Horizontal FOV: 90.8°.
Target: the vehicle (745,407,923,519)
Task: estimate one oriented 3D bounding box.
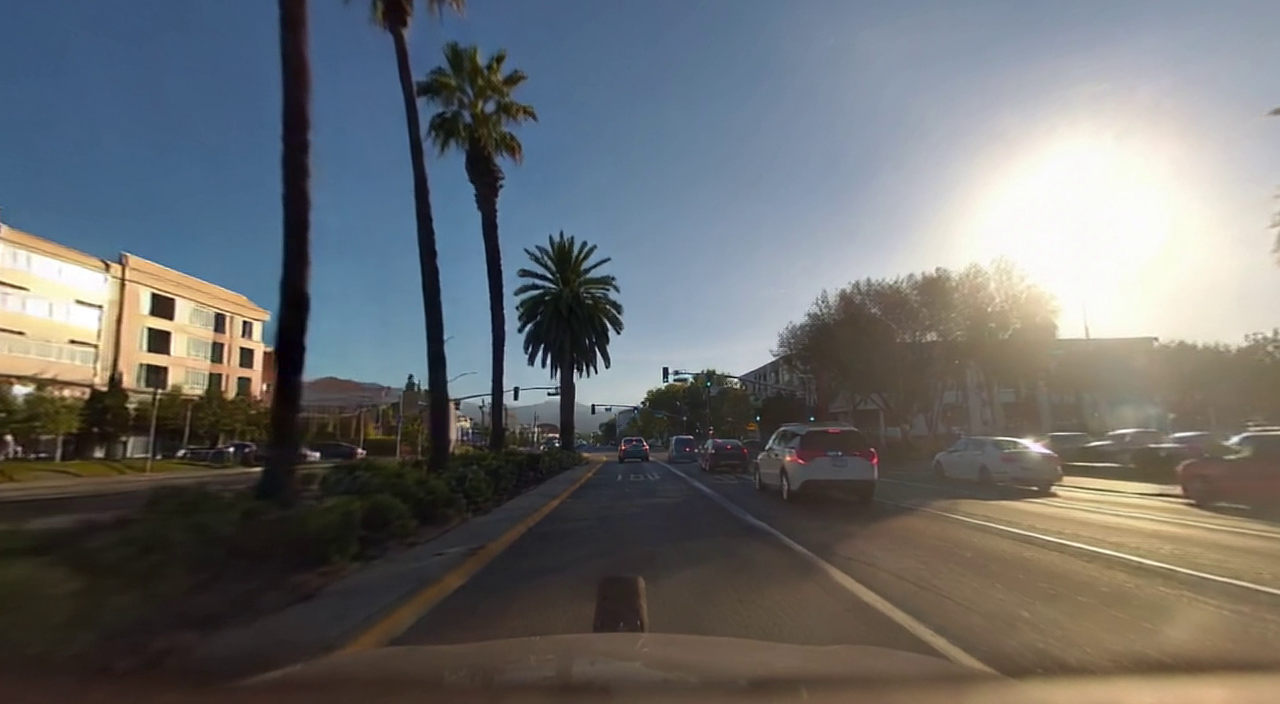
[{"bbox_3d":[3.754,2.273,13.327,2.104,1.910,4.693,0,-9,-2],"label":"vehicle"}]

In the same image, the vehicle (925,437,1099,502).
[{"bbox_3d":[9.680,3.071,16.950,1.871,1.465,4.395,0,-9,-2],"label":"vehicle"}]

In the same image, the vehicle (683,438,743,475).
[{"bbox_3d":[3.189,4.675,28.464,2.010,1.509,4.377,0,-9,-3],"label":"vehicle"}]

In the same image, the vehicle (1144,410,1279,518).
[{"bbox_3d":[12.723,2.053,11.590,2.157,1.937,5.386,0,-9,-5],"label":"vehicle"}]

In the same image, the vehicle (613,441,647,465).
[{"bbox_3d":[-0.662,6.550,41.114,2.115,1.464,4.205,0,-9,-2],"label":"vehicle"}]
